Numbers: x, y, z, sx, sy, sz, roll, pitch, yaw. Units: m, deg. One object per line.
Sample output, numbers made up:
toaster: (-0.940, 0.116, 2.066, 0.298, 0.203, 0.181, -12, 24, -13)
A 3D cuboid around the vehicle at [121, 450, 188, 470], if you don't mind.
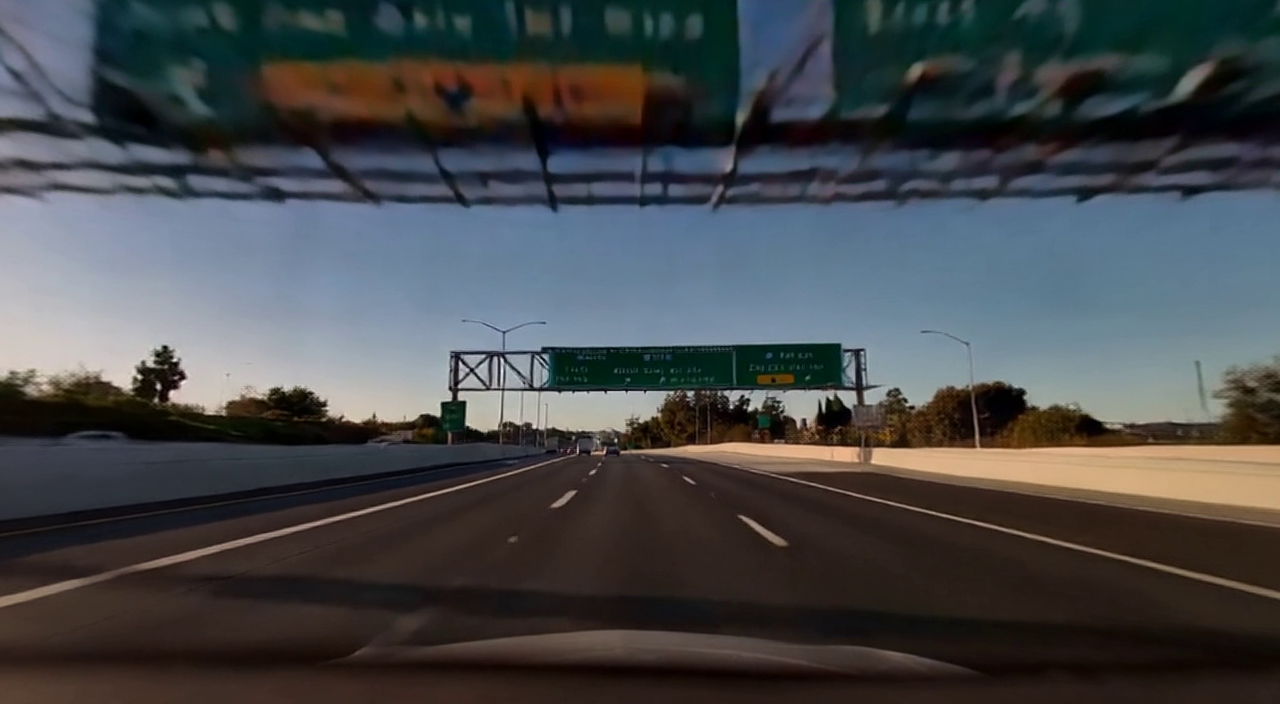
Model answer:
vehicle: (-37.970, 8.442, 49.584, 1.790, 1.451, 4.558, 0, -9, -2)
